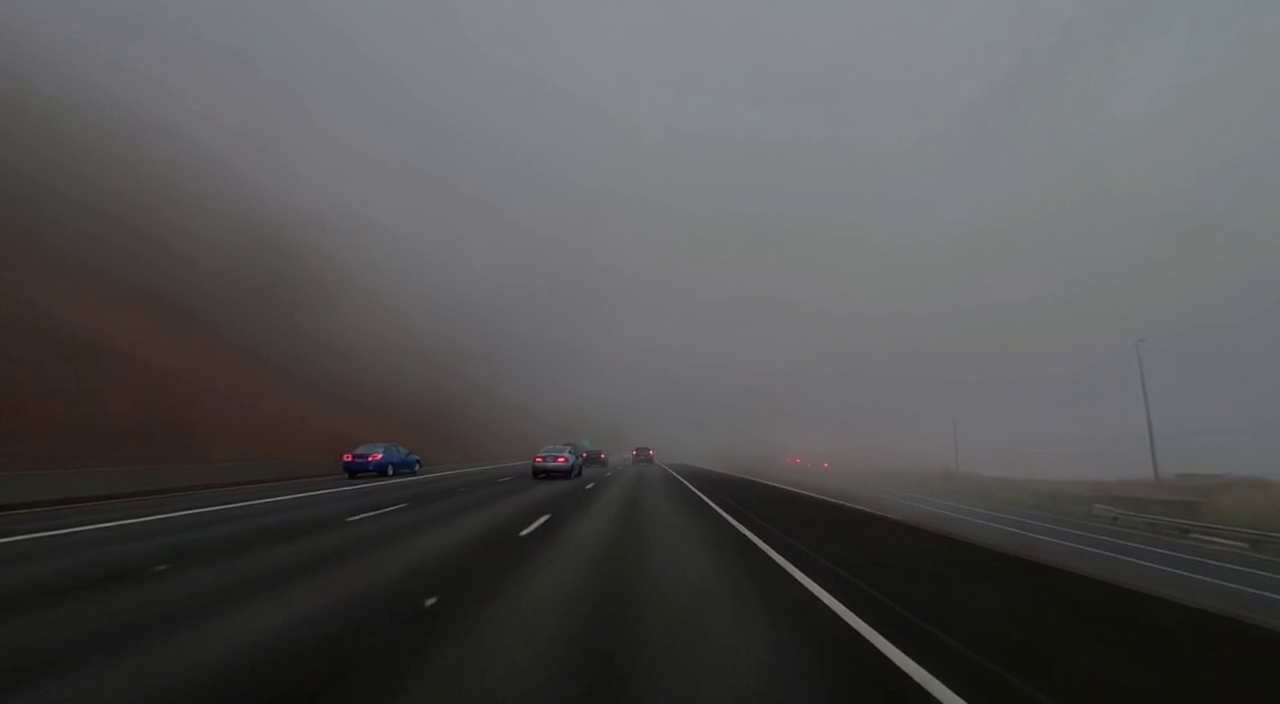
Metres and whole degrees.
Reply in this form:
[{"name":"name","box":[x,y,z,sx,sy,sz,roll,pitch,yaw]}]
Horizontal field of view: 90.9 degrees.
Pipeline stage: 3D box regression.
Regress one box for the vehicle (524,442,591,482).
[{"name":"vehicle","box":[-3.347,4.564,26.573,2.080,1.505,4.649,-1,-8,1]}]

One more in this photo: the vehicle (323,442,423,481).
[{"name":"vehicle","box":[-11.018,4.532,26.489,1.945,1.466,4.947,0,-8,1]}]

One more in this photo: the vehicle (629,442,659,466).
[{"name":"vehicle","box":[0.333,7.555,47.067,2.138,1.674,4.044,0,-8,1]}]
